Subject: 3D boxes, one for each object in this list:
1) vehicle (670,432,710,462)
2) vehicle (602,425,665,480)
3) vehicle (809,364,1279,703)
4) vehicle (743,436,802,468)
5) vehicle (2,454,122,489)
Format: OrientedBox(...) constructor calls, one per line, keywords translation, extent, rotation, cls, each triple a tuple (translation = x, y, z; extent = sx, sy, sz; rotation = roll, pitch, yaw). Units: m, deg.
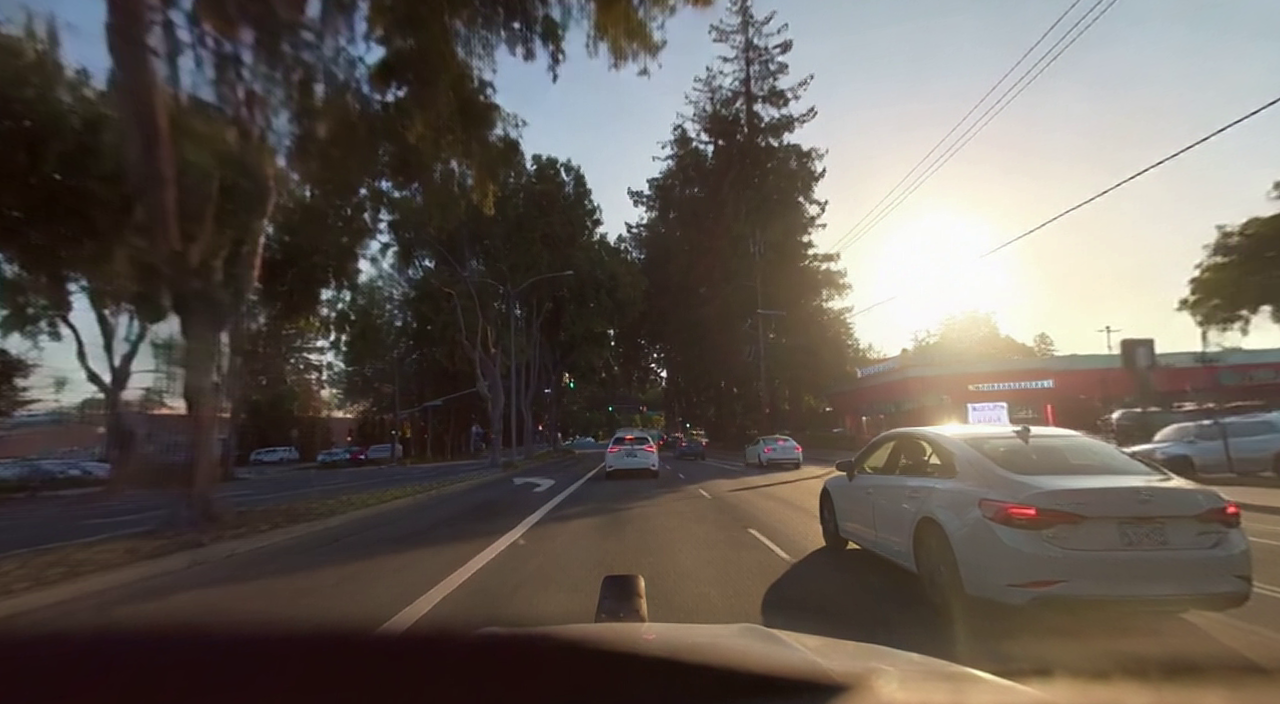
OrientedBox(translation=(3.078, 5.981, 39.656), extent=(2.000, 1.745, 4.206), rotation=(0, -8, -2), cls="vehicle")
OrientedBox(translation=(-0.250, 3.683, 23.286), extent=(2.106, 1.798, 4.168), rotation=(0, -8, -1), cls="vehicle")
OrientedBox(translation=(3.155, 1.213, 5.264), extent=(2.153, 1.658, 4.485), rotation=(0, -8, -1), cls="vehicle")
OrientedBox(translation=(6.340, 4.860, 30.811), extent=(1.883, 1.452, 4.258), rotation=(0, -8, -1), cls="vehicle")
OrientedBox(translation=(-30.247, 6.242, 33.150), extent=(4.228, 1.680, 2.024), rotation=(0, -9, 1), cls="vehicle")
